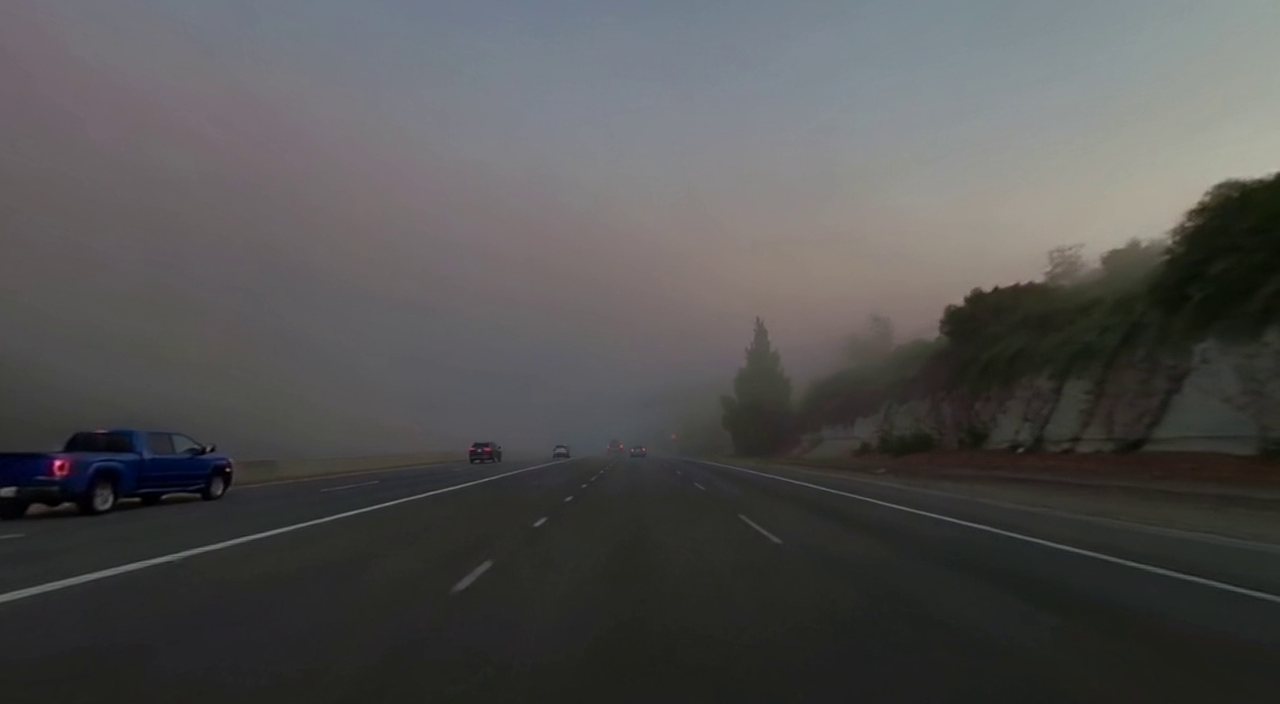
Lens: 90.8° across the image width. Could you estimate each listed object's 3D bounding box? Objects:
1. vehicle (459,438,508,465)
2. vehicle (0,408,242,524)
[{"bbox_3d":[-10.919,7.012,44.485,2.195,1.795,4.659,0,-9,1],"label":"vehicle"},{"bbox_3d":[-10.662,2.231,12.822,2.012,1.875,4.895,0,-9,-1],"label":"vehicle"}]
